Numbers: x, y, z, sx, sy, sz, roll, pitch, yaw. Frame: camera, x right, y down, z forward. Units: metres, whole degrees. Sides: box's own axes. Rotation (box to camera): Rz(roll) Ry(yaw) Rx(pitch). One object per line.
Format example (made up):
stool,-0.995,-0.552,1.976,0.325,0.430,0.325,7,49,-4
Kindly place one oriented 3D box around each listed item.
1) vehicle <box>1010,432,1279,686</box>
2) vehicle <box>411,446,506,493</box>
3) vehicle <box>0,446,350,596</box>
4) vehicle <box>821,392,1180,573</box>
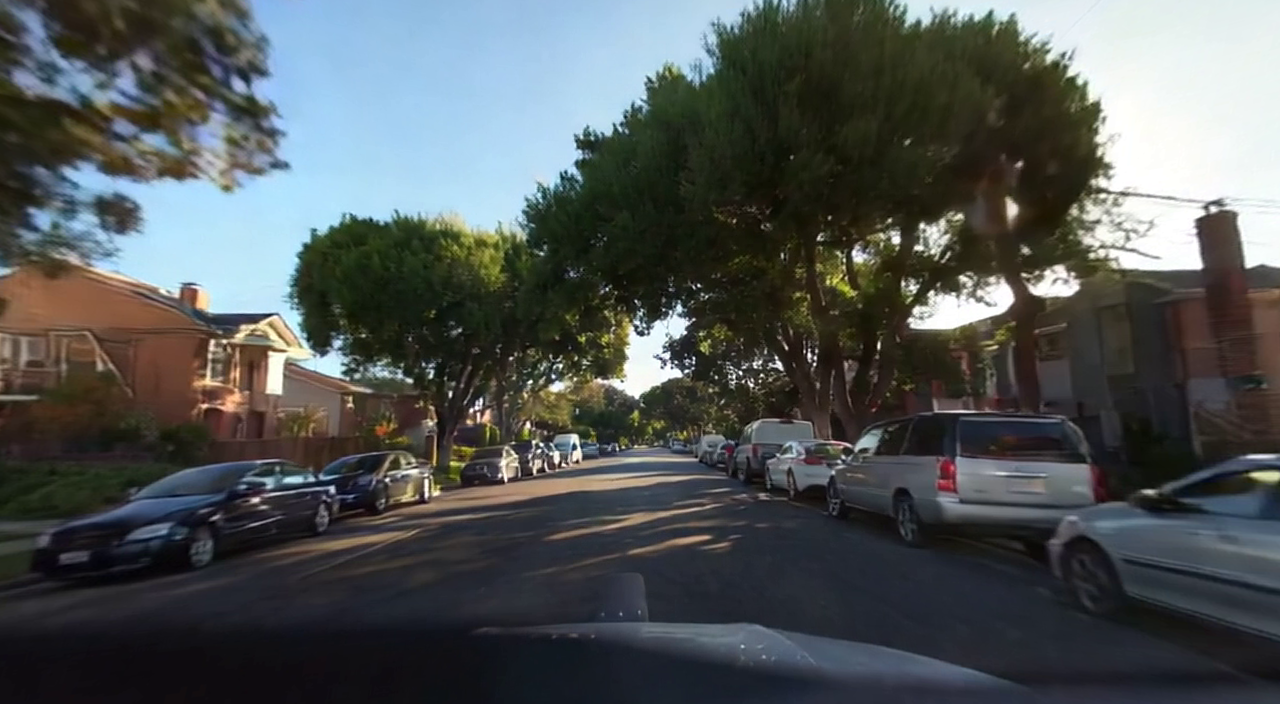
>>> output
vehicle,4.570,1.222,3.875,1.811,1.439,4.521,0,-8,-1
vehicle,-6.336,4.143,22.748,1.869,1.467,4.921,-1,-8,1
vehicle,-6.292,2.152,9.105,1.840,1.476,4.739,-2,-8,2
vehicle,4.588,1.781,9.481,2.072,1.883,5.576,0,-8,0
